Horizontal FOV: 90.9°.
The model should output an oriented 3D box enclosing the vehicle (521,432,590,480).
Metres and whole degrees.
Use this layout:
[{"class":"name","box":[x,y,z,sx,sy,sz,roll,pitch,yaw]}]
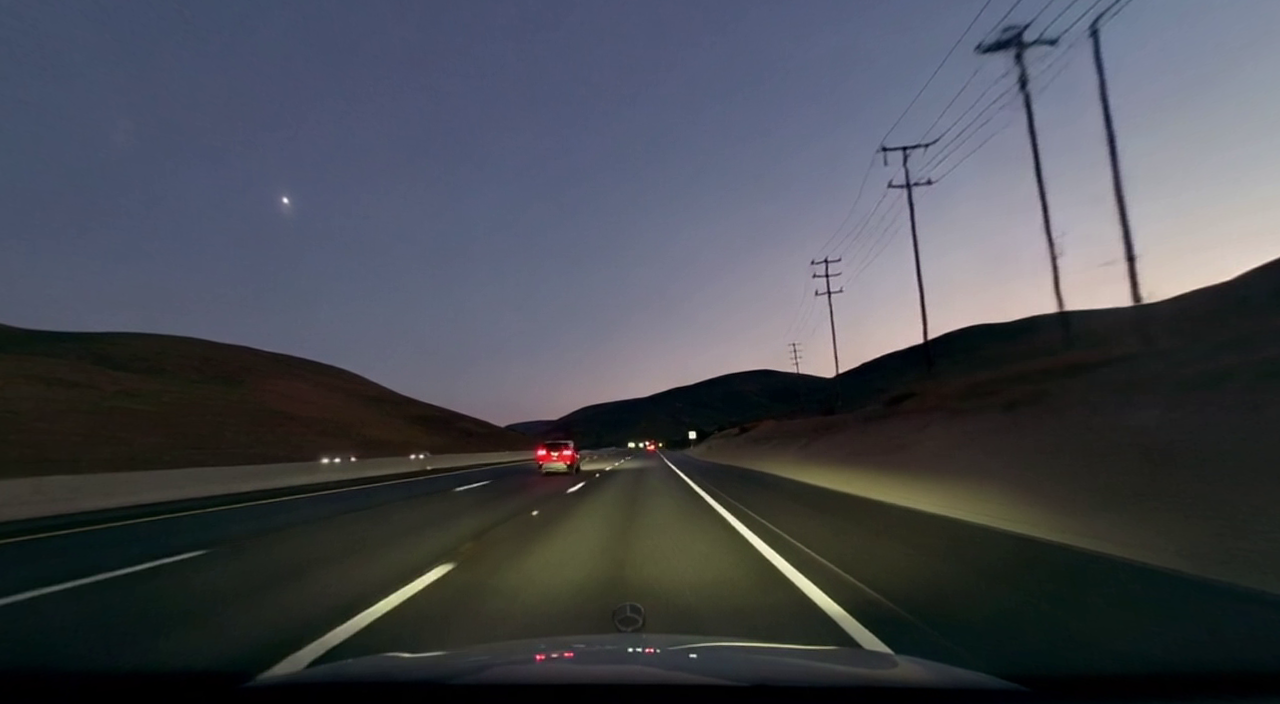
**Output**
[{"class":"vehicle","box":[-3.450,4.350,26.644,2.136,1.845,4.515,-1,-8,2]}]
